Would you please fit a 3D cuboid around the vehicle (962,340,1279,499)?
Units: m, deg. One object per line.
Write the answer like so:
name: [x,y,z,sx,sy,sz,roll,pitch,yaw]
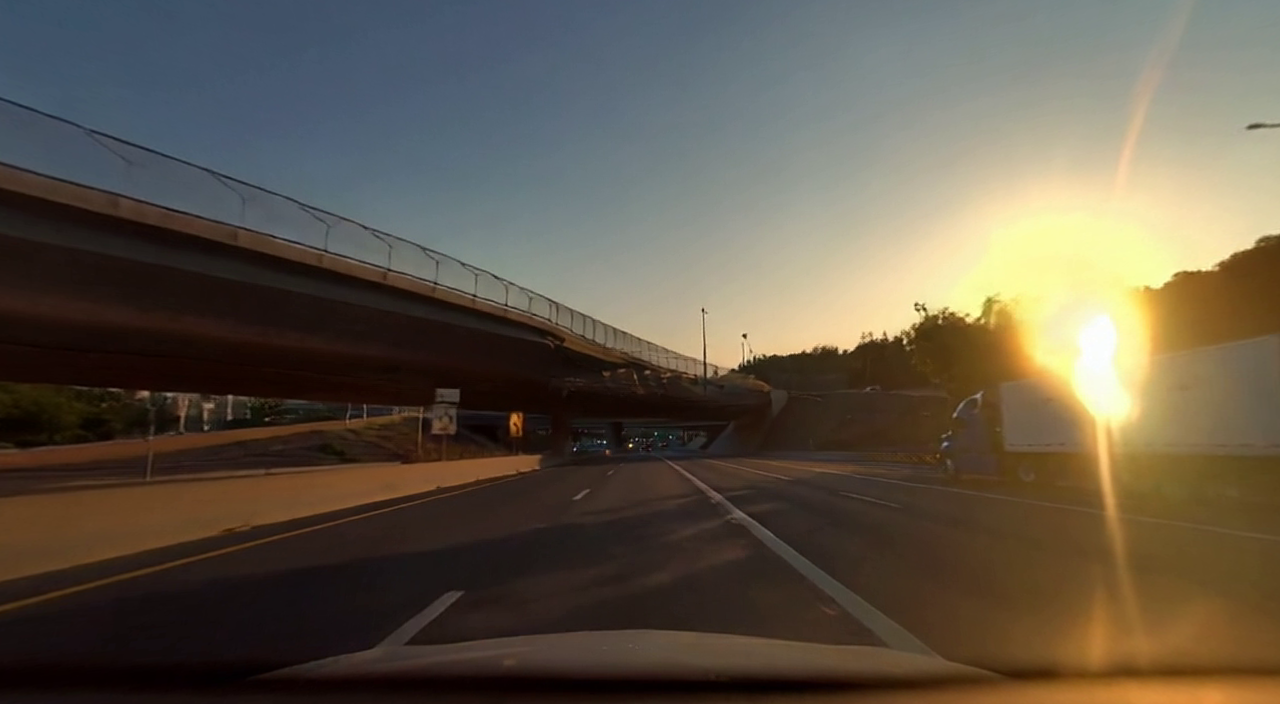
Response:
vehicle: [18.315,2.740,23.176,3.395,4.178,16.548,0,-8,-4]
